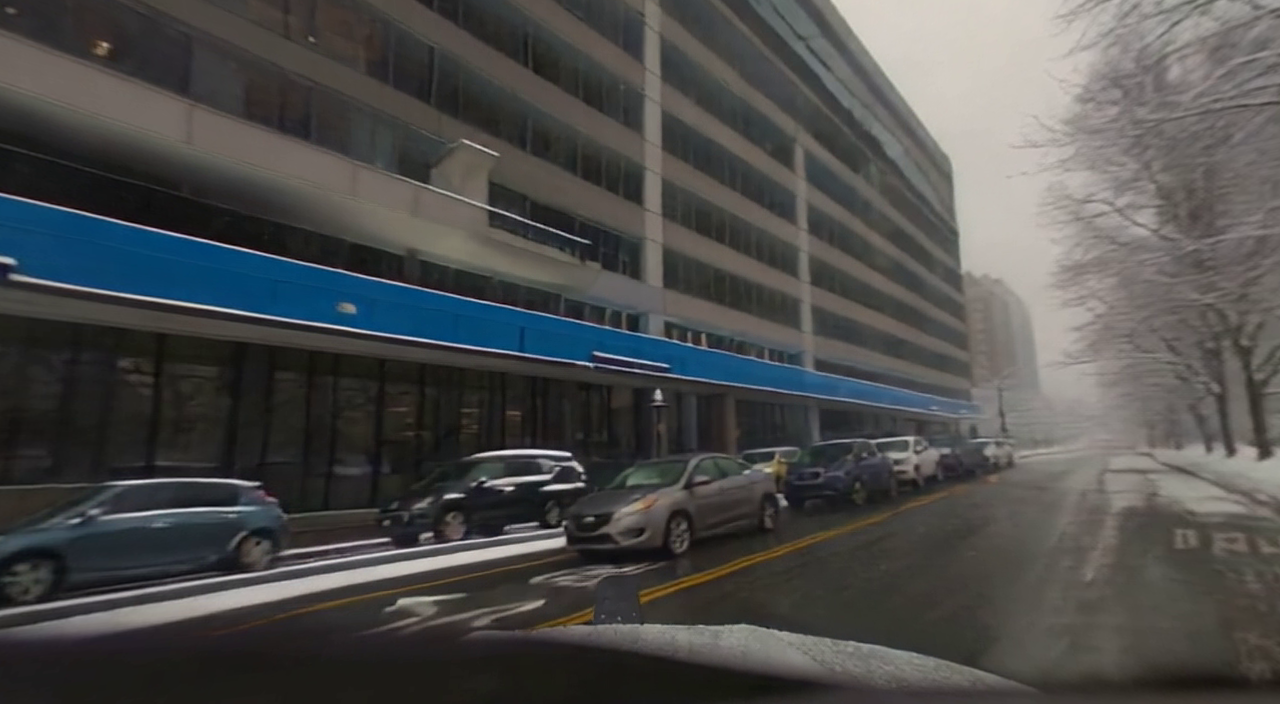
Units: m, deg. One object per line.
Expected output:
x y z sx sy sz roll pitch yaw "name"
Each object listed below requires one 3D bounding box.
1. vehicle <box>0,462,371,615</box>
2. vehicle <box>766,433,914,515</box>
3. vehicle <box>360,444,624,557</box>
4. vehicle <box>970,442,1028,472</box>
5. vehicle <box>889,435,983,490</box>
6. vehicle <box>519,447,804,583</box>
-7.112 2.810 10.245 1.996 1.732 4.705 -14 -15 34 "vehicle"
5.362 3.145 16.544 2.173 1.814 4.573 -10 -13 35 "vehicle"
-3.268 3.438 15.368 2.348 2.086 6.107 -15 -15 34 "vehicle"
21.155 6.130 37.103 2.266 1.621 4.783 -7 -11 36 "vehicle"
11.250 4.101 23.844 2.225 1.848 4.472 -7 -11 37 "vehicle"
0.630 2.307 10.012 2.017 1.558 4.888 -7 -11 37 "vehicle"
